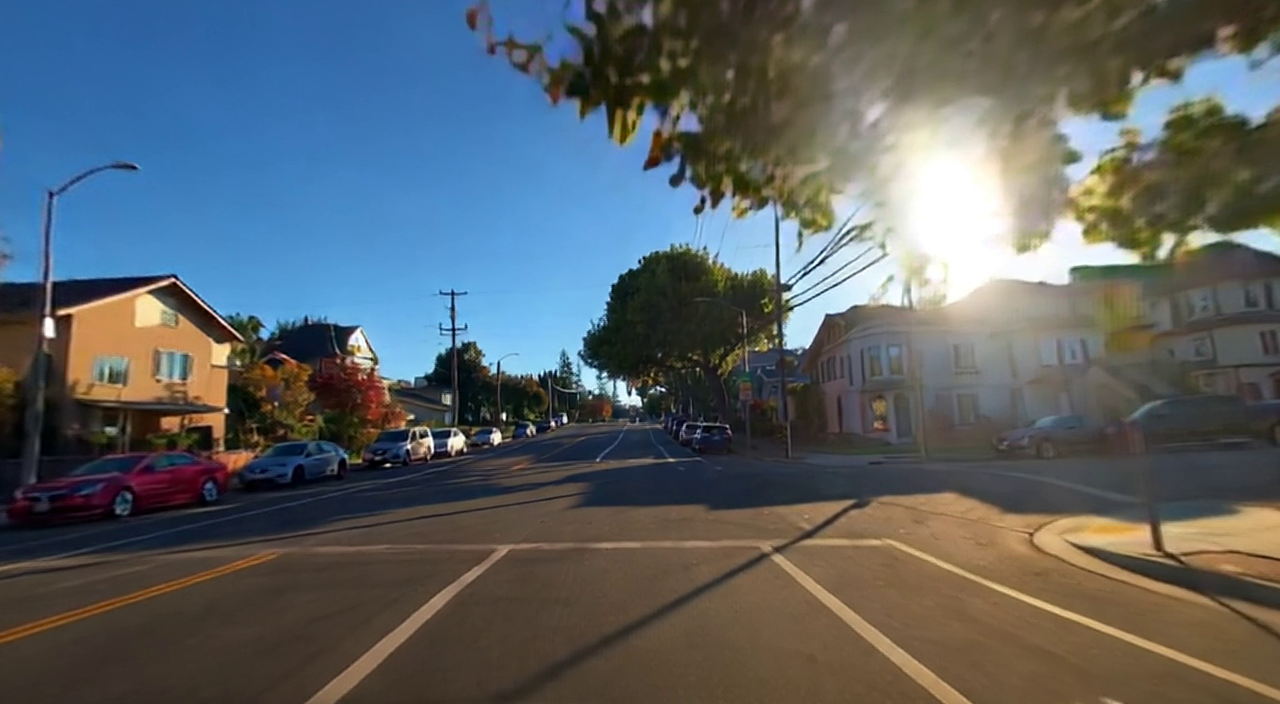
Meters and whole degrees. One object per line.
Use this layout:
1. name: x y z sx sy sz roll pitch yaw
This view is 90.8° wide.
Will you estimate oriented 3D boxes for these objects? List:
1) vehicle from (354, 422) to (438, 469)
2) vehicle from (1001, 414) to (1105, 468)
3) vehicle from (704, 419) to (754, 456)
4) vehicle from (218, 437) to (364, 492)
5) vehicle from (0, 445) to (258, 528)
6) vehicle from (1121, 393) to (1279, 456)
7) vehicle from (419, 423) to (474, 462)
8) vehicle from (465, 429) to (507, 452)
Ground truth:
1. vehicle: -11.180 4.341 29.384 2.056 1.980 4.763 0 -8 -1
2. vehicle: 13.843 2.915 21.064 2.122 1.474 4.313 -10 -9 41
3. vehicle: 4.329 4.292 31.440 1.867 1.680 4.176 0 -9 0
4. vehicle: -11.111 3.594 20.600 2.082 1.540 4.654 0 -8 0
5. vehicle: -11.066 2.858 14.129 1.970 1.523 4.702 -1 -8 2
6. vehicle: 19.501 2.456 21.153 4.973 1.974 2.140 0 -9 -1
7. vehicle: -11.352 5.271 37.306 1.926 1.998 4.447 -4 -6 -2
8. vehicle: -11.221 6.492 46.200 2.051 1.520 4.374 0 -8 -1
